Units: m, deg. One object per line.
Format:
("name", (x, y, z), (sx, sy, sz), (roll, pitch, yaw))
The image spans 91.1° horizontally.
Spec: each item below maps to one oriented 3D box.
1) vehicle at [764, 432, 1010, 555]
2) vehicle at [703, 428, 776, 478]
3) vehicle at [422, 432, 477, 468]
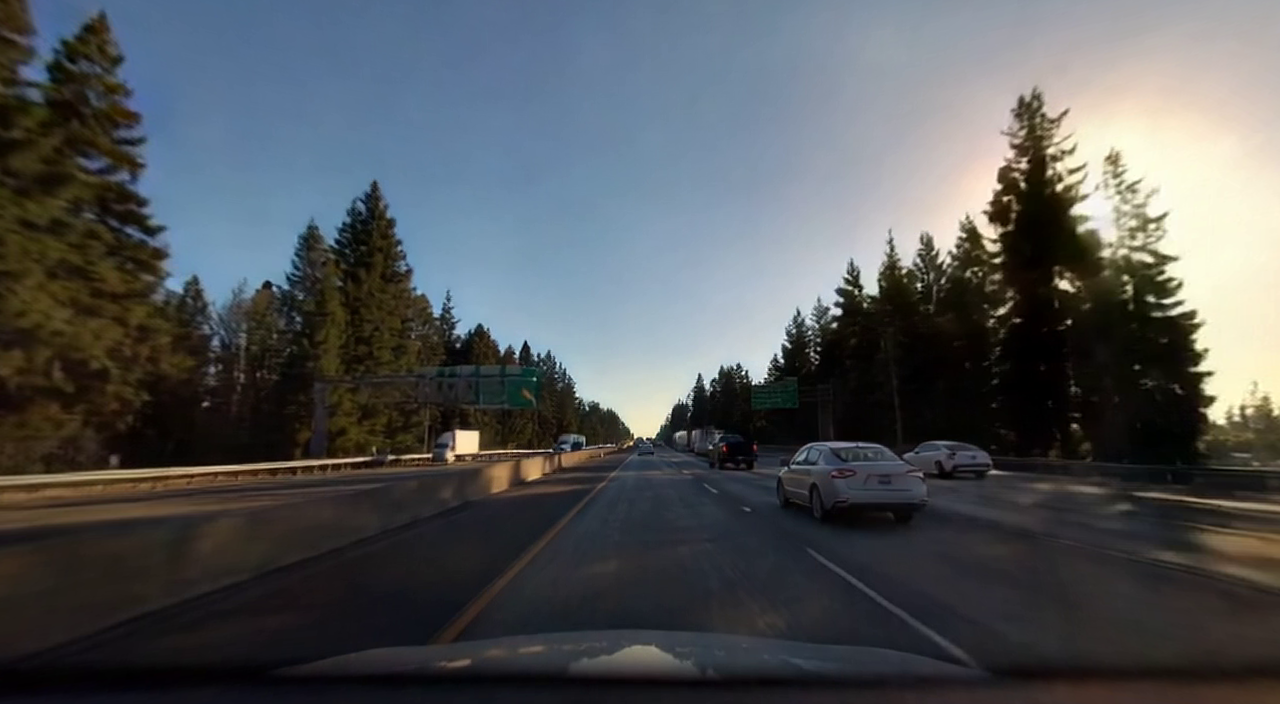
("vehicle", (3.463, 2.058, 10.019), (1.904, 1.453, 4.789), (0, -8, -1))
("vehicle", (4.134, 4.320, 27.103), (2.206, 1.902, 5.460), (0, -8, 0))
("vehicle", (-14.538, 7.500, 48.354), (2.305, 2.613, 5.756), (0, -8, 1))
